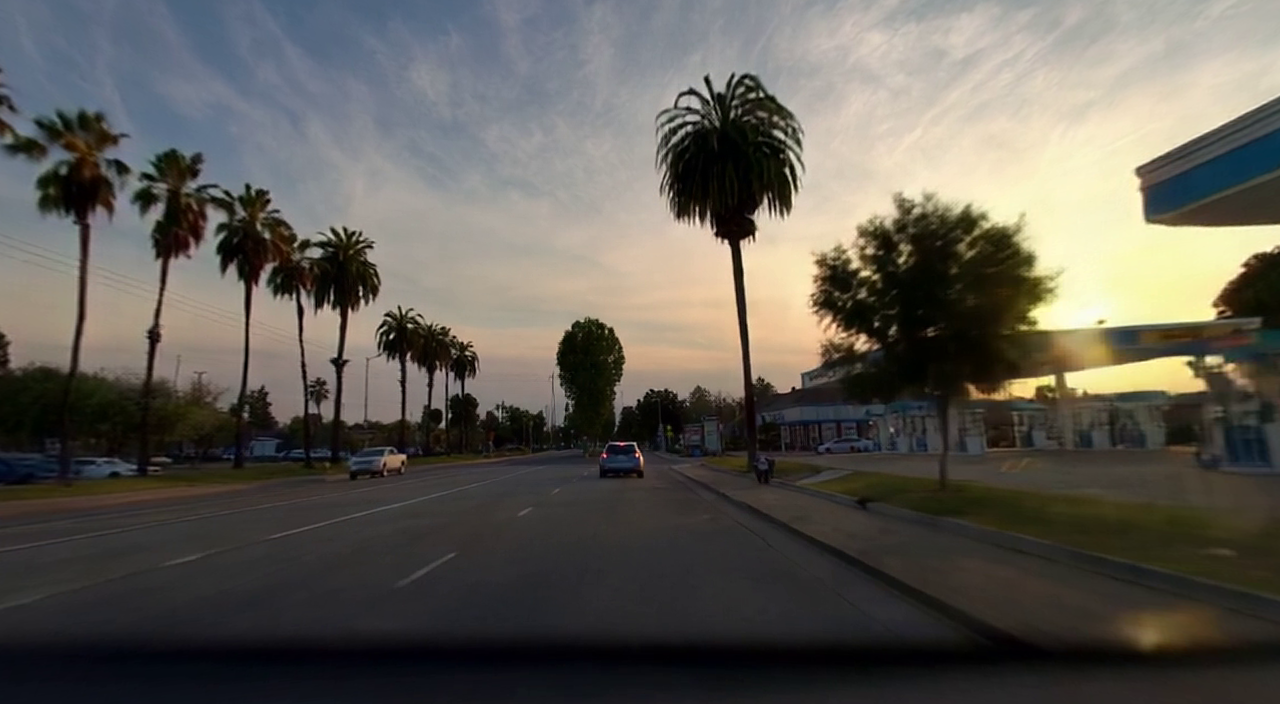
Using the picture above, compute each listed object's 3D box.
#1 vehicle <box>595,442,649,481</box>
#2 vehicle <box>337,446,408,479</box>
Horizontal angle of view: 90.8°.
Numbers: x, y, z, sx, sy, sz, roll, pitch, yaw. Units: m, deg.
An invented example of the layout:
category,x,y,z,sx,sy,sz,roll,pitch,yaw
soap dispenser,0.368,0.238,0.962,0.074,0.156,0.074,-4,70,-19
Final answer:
category,x,y,z,sx,sy,sz,roll,pitch,yaw
vehicle,-0.715,4.512,26.331,2.076,1.486,4.119,0,-8,-1
vehicle,-14.809,6.101,35.209,2.026,1.722,4.463,0,-8,-1
